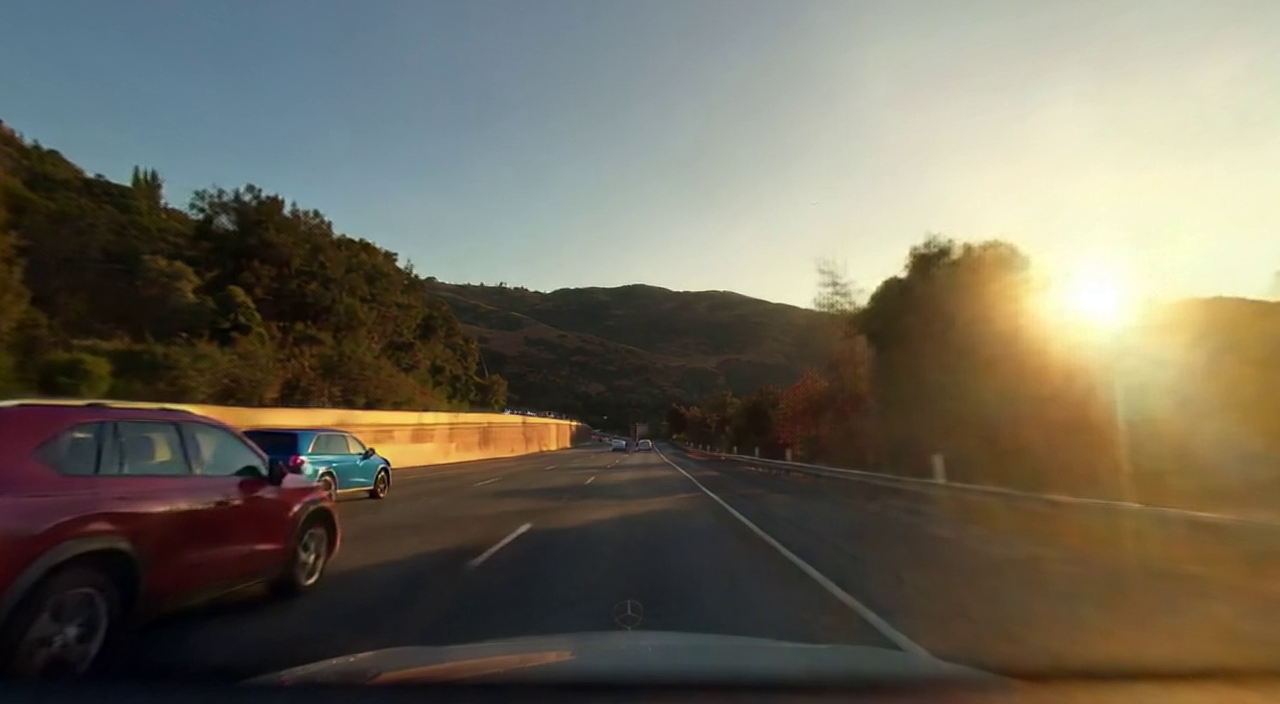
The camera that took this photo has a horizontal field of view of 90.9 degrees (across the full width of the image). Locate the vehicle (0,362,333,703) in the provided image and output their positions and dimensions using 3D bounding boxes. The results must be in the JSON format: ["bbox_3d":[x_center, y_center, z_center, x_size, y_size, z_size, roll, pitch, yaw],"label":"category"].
[{"bbox_3d":[-3.620,0.965,3.153,1.983,1.663,4.290,0,-9,0],"label":"vehicle"}]
